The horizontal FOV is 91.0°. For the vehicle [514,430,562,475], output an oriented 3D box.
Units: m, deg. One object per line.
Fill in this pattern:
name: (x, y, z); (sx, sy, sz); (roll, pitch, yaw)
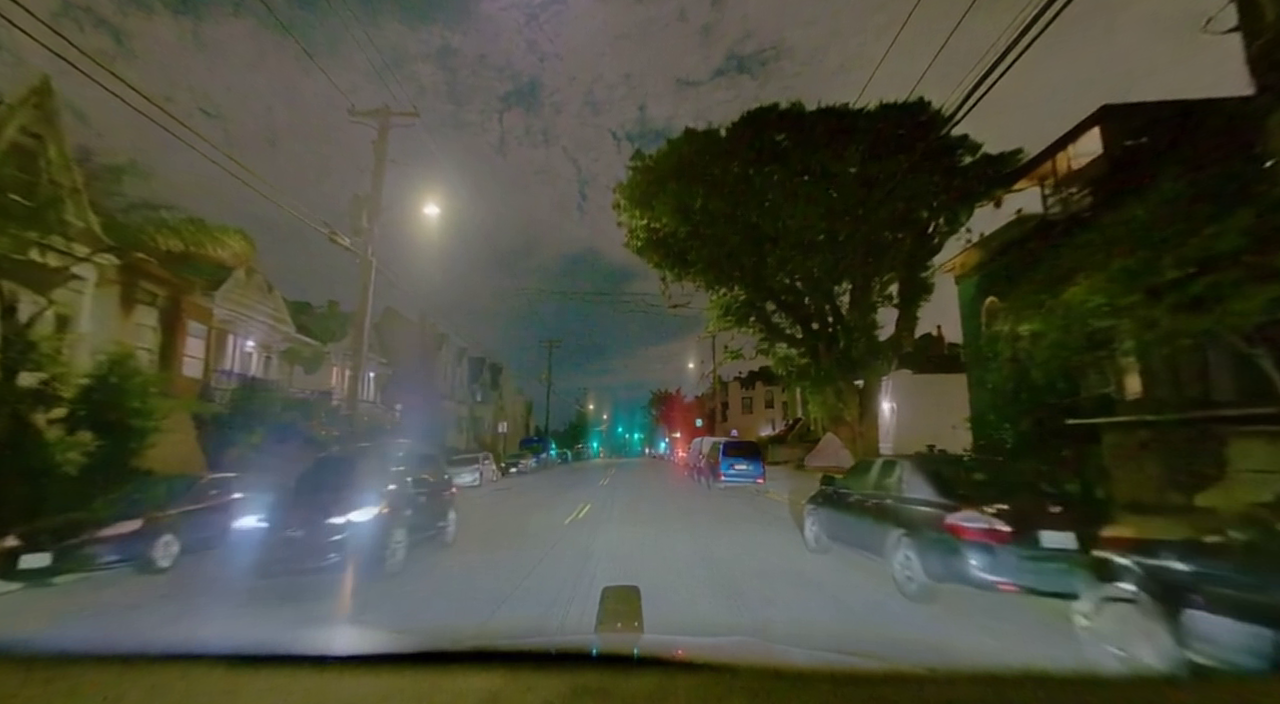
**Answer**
vehicle: (-7.202, 7.098, 45.029); (2.508, 2.712, 5.809); (0, -5, -1)

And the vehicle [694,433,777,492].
vehicle: (3.119, 3.753, 21.637); (2.013, 1.775, 4.570); (0, -9, -1)

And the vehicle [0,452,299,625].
vehicle: (-6.728, 2.211, 8.391); (1.936, 1.528, 4.620); (-3, -8, -2)

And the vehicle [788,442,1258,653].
vehicle: (3.260, 1.737, 6.813); (1.990, 1.447, 4.682); (0, -9, -2)

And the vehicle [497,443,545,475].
vehicle: (-7.121, 6.392, 37.979); (2.027, 1.563, 4.594); (-2, -6, 0)

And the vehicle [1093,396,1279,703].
vehicle: (3.103, 0.698, 0.666); (1.869, 1.531, 4.383); (0, -9, -2)

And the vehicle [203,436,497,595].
vehicle: (-3.320, 1.927, 8.281); (1.929, 1.535, 4.075); (0, -9, 0)
